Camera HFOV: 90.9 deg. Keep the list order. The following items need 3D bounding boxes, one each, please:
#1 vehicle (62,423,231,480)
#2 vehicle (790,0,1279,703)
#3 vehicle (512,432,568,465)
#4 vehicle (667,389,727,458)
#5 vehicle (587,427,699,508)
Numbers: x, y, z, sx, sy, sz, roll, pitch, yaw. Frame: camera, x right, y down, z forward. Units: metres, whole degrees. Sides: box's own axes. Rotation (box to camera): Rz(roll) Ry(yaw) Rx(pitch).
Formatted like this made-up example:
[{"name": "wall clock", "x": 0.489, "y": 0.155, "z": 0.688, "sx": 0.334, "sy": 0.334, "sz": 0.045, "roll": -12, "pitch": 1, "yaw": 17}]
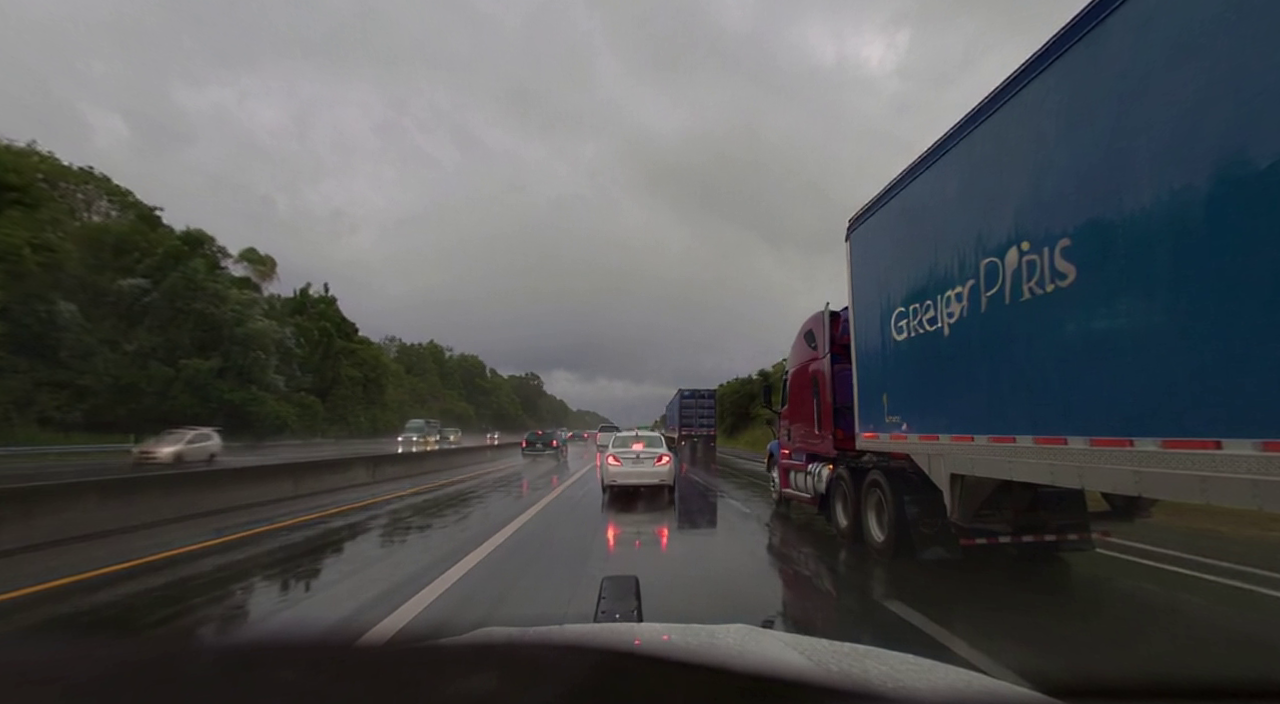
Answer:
[{"name": "vehicle", "x": -19.761, "y": 3.974, "z": 25.704, "sx": 2.338, "sy": 2.020, "sz": 5.417, "roll": 0, "pitch": -7, "yaw": 2}, {"name": "vehicle", "x": 4.127, "y": -0.155, "z": 3.920, "sx": 2.816, "sy": 4.070, "sz": 14.136, "roll": 0, "pitch": -8, "yaw": 0}, {"name": "vehicle", "x": -4.710, "y": 4.601, "z": 30.374, "sx": 1.983, "sy": 1.434, "sz": 4.451, "roll": 0, "pitch": -8, "yaw": 0}, {"name": "vehicle", "x": 3.690, "y": 5.174, "z": 44.589, "sx": 2.869, "sy": 4.067, "sz": 13.731, "roll": 0, "pitch": -8, "yaw": 0}, {"name": "vehicle", "x": 0.010, "y": 2.327, "z": 13.195, "sx": 2.021, "sy": 1.435, "sz": 3.611, "roll": 0, "pitch": -8, "yaw": -2}]
